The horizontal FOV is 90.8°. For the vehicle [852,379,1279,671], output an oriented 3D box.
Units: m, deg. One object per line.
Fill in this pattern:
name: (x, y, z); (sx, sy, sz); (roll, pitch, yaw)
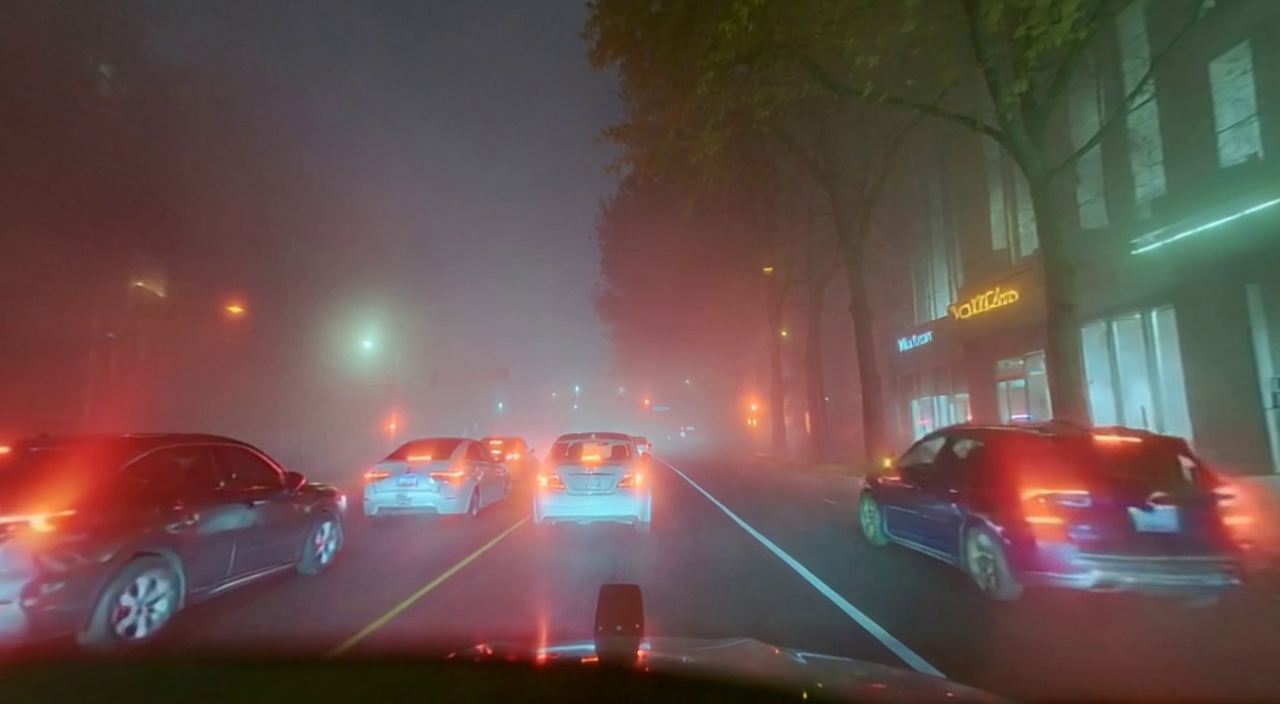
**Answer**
vehicle: (3.780, 1.299, 5.819); (2.097, 1.651, 4.300); (0, -9, -1)

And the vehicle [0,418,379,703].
vehicle: (-4.127, 1.383, 5.247); (2.020, 1.457, 4.496); (0, -8, 0)

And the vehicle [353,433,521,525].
vehicle: (-3.734, 2.400, 12.480); (1.950, 1.487, 4.130); (0, -9, 0)

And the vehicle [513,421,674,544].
vehicle: (-0.617, 1.963, 10.091); (2.042, 1.555, 3.912); (0, -8, -1)
